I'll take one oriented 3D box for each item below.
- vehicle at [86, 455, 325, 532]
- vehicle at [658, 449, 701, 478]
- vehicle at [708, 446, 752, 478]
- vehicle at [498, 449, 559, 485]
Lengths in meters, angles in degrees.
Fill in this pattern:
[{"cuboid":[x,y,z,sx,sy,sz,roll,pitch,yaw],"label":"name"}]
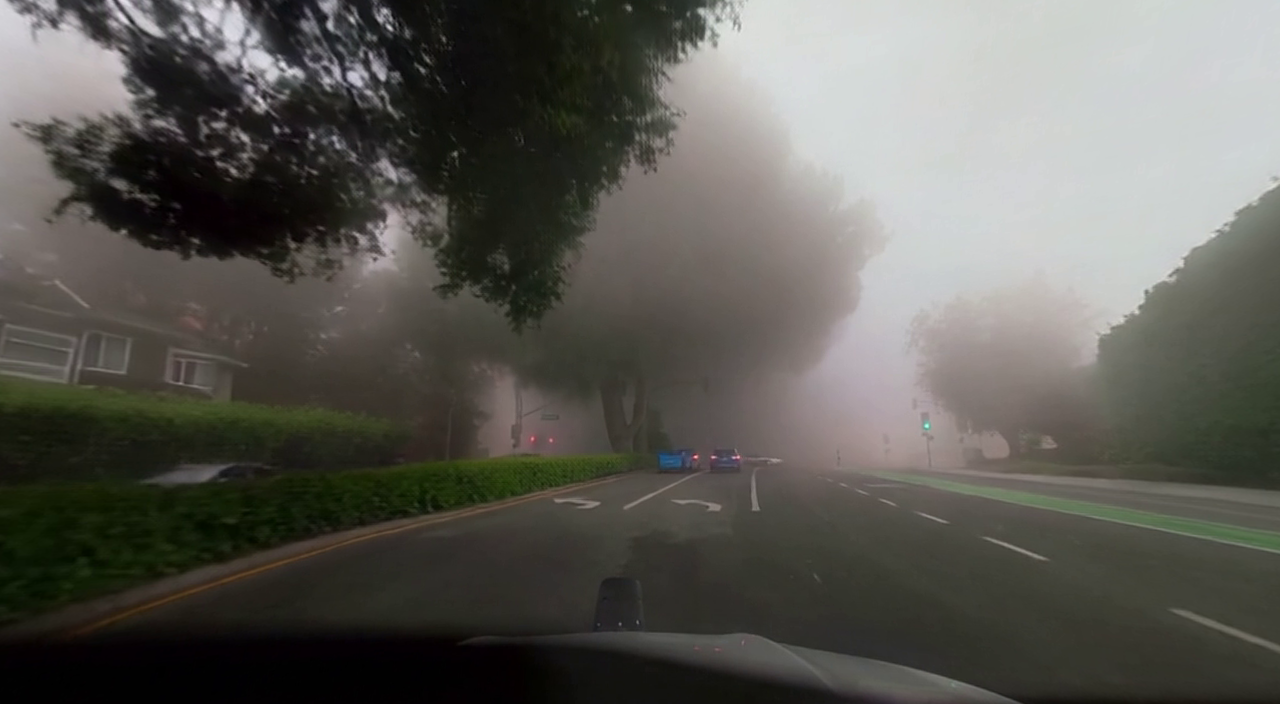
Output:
[{"cuboid":[-10.068,3.266,15.288,1.947,1.486,4.862,-1,-9,7],"label":"vehicle"},{"cuboid":[2.229,6.092,34.812,1.923,1.498,3.887,-2,-9,10],"label":"vehicle"},{"cuboid":[5.201,6.234,36.201,2.286,1.701,4.395,-2,-9,9],"label":"vehicle"},{"cuboid":[-5.651,5.868,32.601,2.029,1.667,4.504,-1,-9,4],"label":"vehicle"}]
